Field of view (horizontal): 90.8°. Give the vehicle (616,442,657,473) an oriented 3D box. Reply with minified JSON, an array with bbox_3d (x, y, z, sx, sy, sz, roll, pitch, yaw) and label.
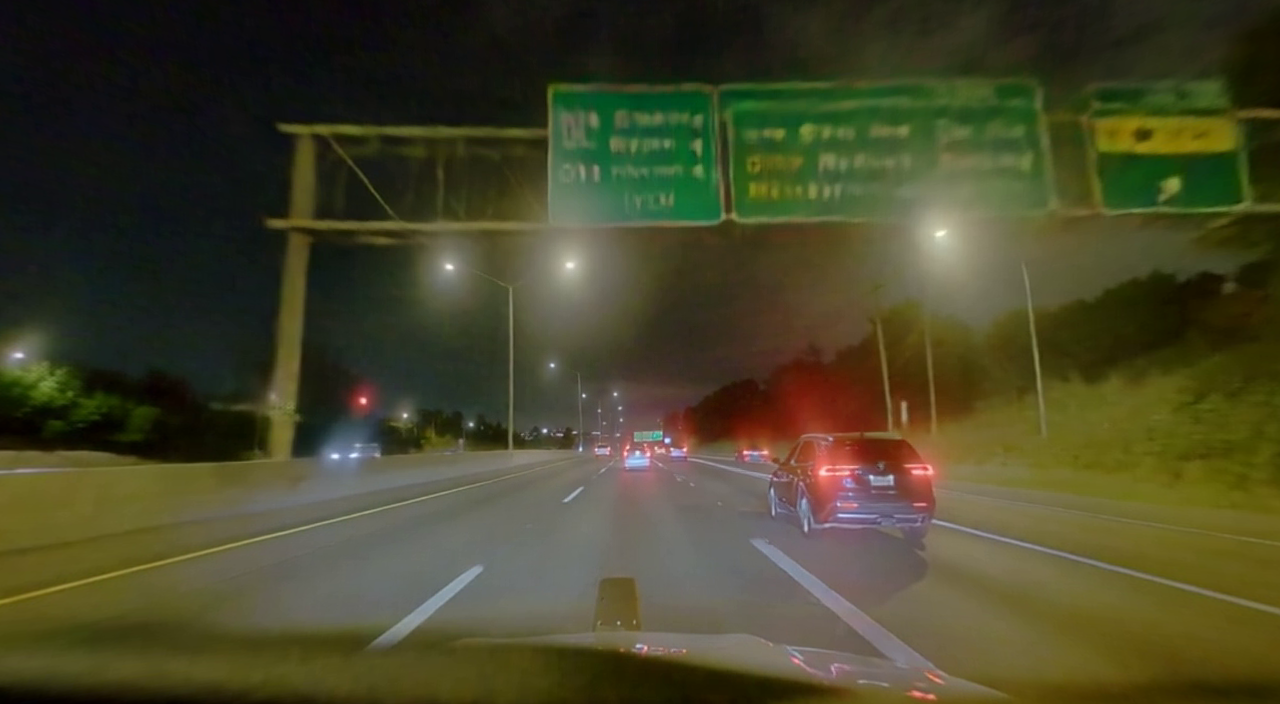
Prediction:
[{"bbox_3d":[-0.214,5.406,32.552,1.985,1.457,4.227,0,-9,-1],"label":"vehicle"}]

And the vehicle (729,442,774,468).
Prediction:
[{"bbox_3d":[6.995,6.498,39.948,1.935,1.478,4.433,0,-9,-1],"label":"vehicle"}]
